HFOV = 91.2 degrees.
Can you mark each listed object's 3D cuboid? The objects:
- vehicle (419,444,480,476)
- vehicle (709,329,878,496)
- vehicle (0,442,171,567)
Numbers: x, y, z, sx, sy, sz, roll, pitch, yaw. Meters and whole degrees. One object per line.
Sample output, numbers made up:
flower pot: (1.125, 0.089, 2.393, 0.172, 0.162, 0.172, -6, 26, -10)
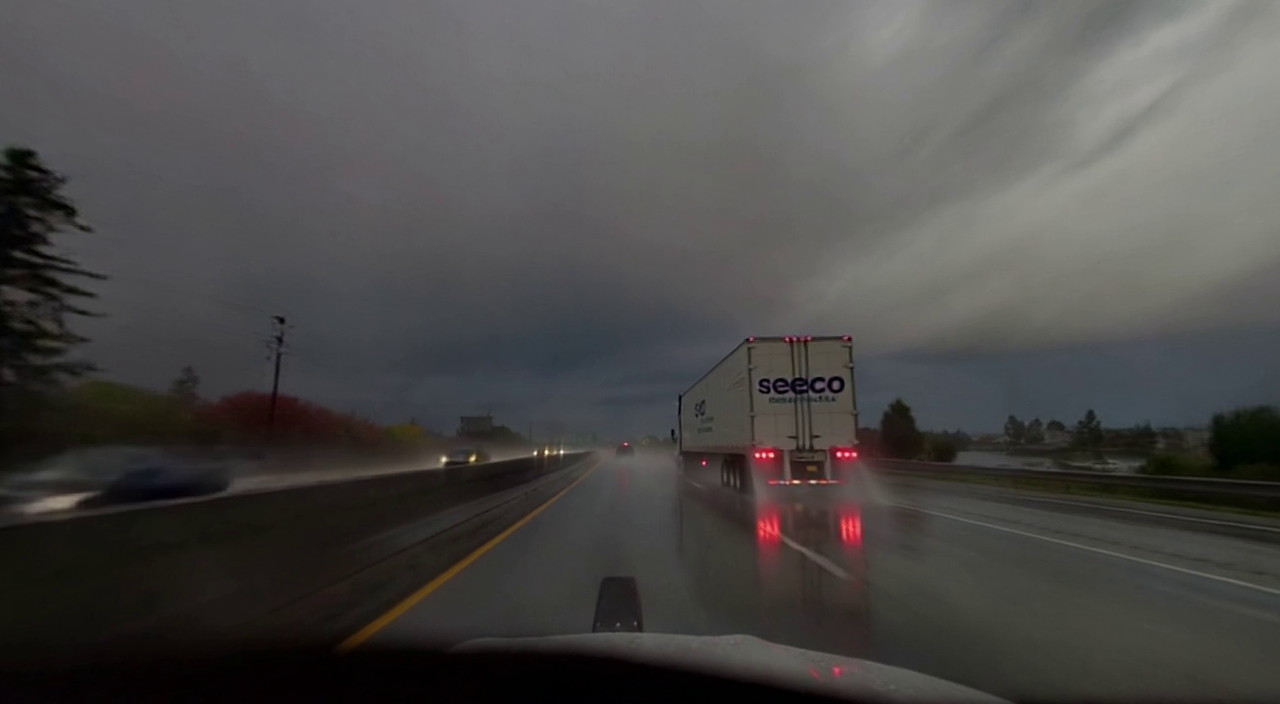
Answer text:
vehicle: (-10.261, 5.838, 34.125, 1.996, 1.631, 4.421, 0, -9, -1)
vehicle: (4.062, 2.022, 18.990, 2.892, 3.928, 8.380, 0, -9, 0)
vehicle: (-8.910, 1.983, 8.341, 1.956, 1.538, 4.361, 0, -9, -1)
